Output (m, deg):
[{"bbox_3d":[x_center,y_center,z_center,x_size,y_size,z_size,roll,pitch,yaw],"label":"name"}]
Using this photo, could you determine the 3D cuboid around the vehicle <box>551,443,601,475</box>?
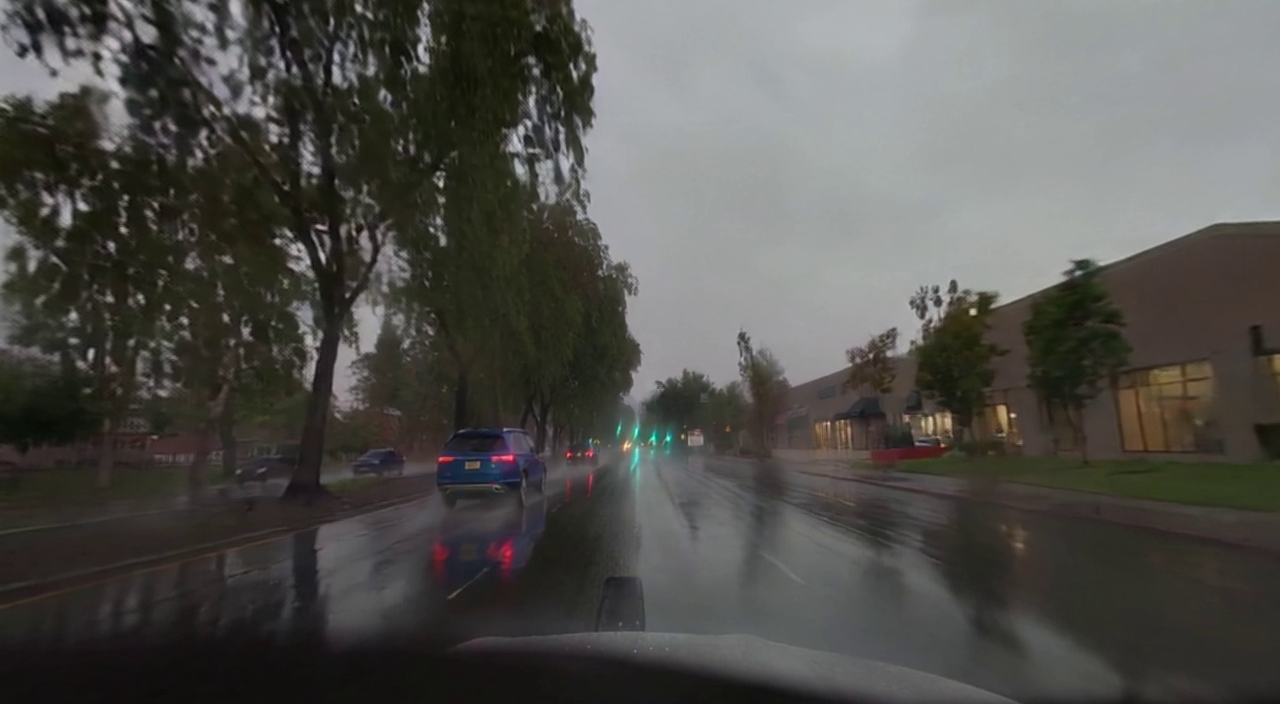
[{"bbox_3d":[-3.118,5.336,31.700,2.069,1.470,4.601,0,-8,0],"label":"vehicle"}]

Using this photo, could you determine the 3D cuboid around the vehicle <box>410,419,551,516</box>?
[{"bbox_3d":[-3.325,2.504,14.158,2.042,1.817,4.364,0,-8,-1],"label":"vehicle"}]

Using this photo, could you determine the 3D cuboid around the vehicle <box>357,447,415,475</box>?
[{"bbox_3d":[-16.505,7.071,41.349,1.963,1.712,4.436,0,-8,0],"label":"vehicle"}]

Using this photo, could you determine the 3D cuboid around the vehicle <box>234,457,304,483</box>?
[{"bbox_3d":[-22.993,7.312,39.351,1.906,1.494,3.966,0,-9,0],"label":"vehicle"}]
